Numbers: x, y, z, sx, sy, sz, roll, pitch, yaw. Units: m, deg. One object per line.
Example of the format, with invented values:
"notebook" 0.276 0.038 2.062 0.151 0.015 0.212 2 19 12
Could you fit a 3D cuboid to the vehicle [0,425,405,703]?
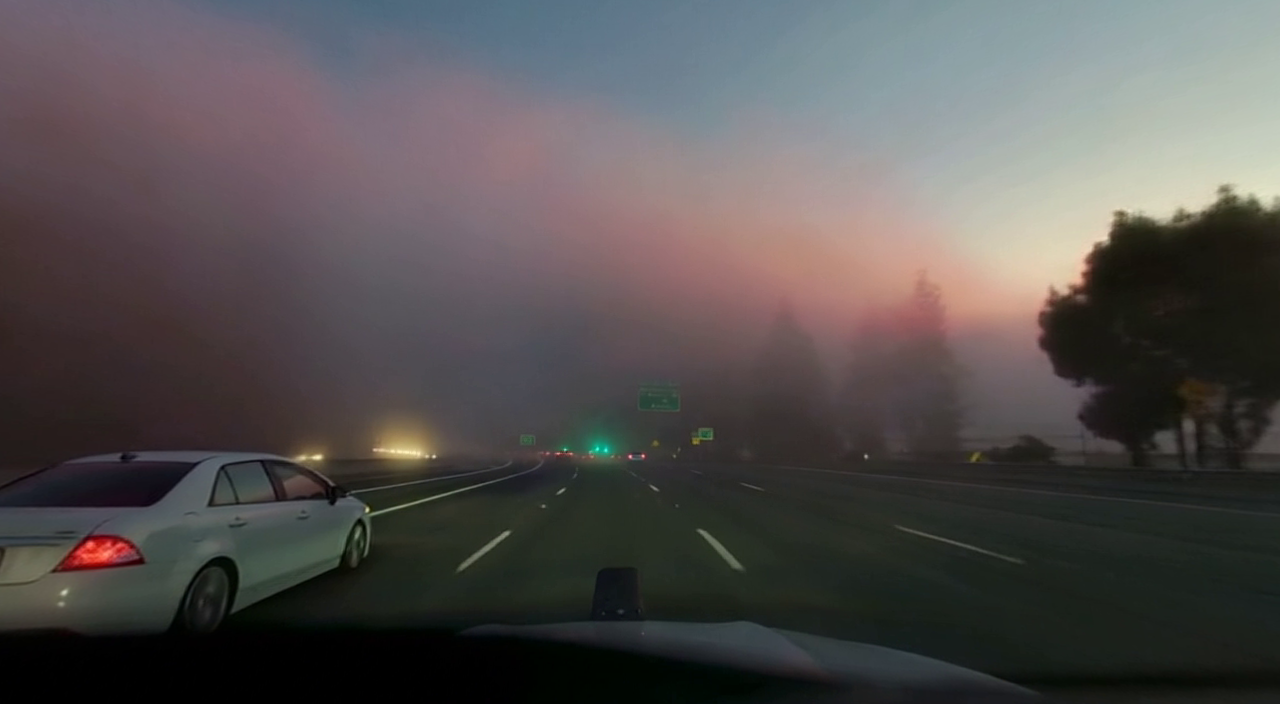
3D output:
"vehicle" -3.840 1.437 5.402 2.018 1.476 4.364 0 -8 -1
